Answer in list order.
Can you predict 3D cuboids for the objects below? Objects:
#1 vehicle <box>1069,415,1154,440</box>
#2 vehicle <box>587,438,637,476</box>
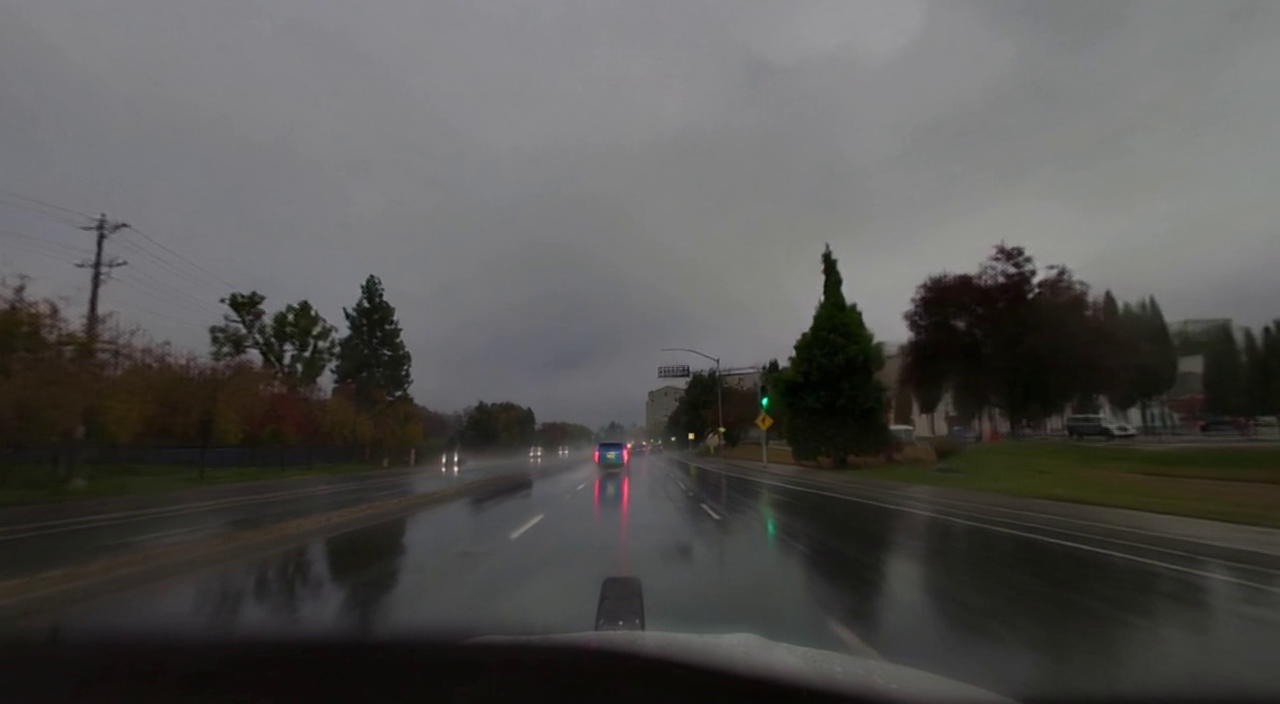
[{"bbox_3d":[34.816,5.590,46.750,4.612,1.753,1.887,0,-9,2],"label":"vehicle"},{"bbox_3d":[-1.291,5.155,31.214,2.174,1.703,4.231,0,-9,1],"label":"vehicle"}]
